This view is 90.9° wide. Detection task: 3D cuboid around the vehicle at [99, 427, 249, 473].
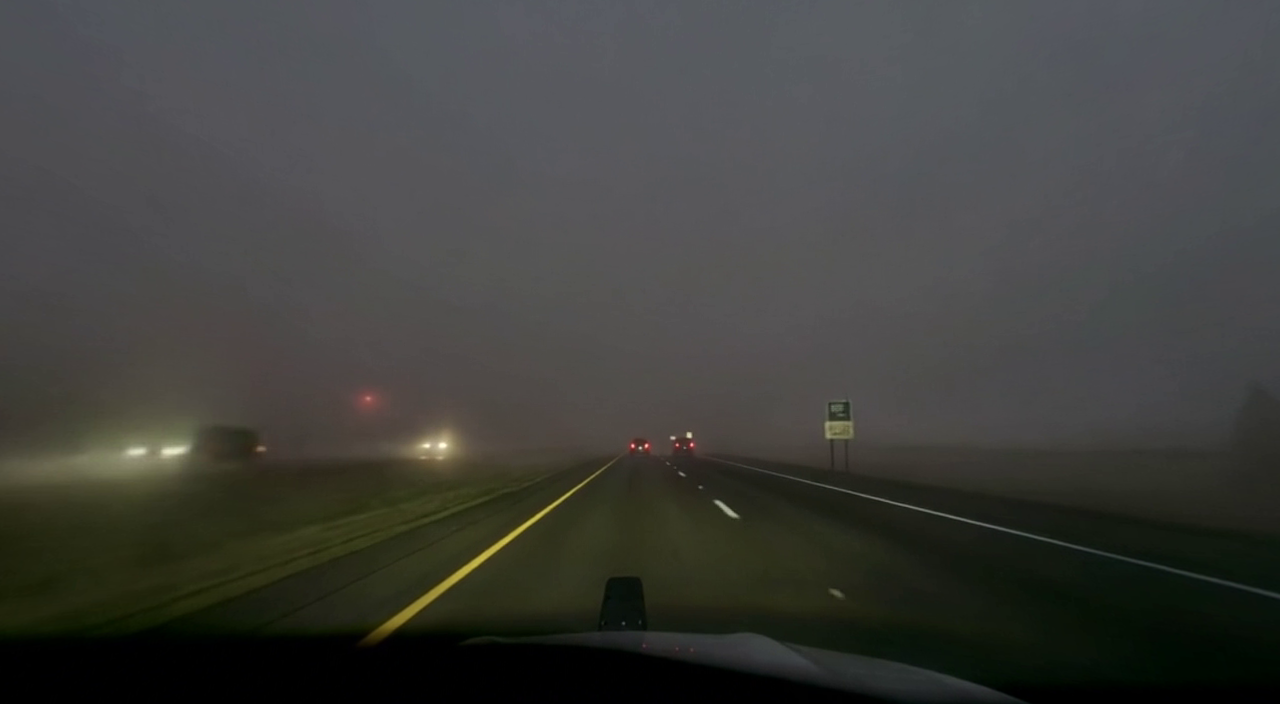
[{"bbox_3d":[-21.526,4.577,29.610,2.454,1.943,5.953,0,-8,0],"label":"vehicle"}]
